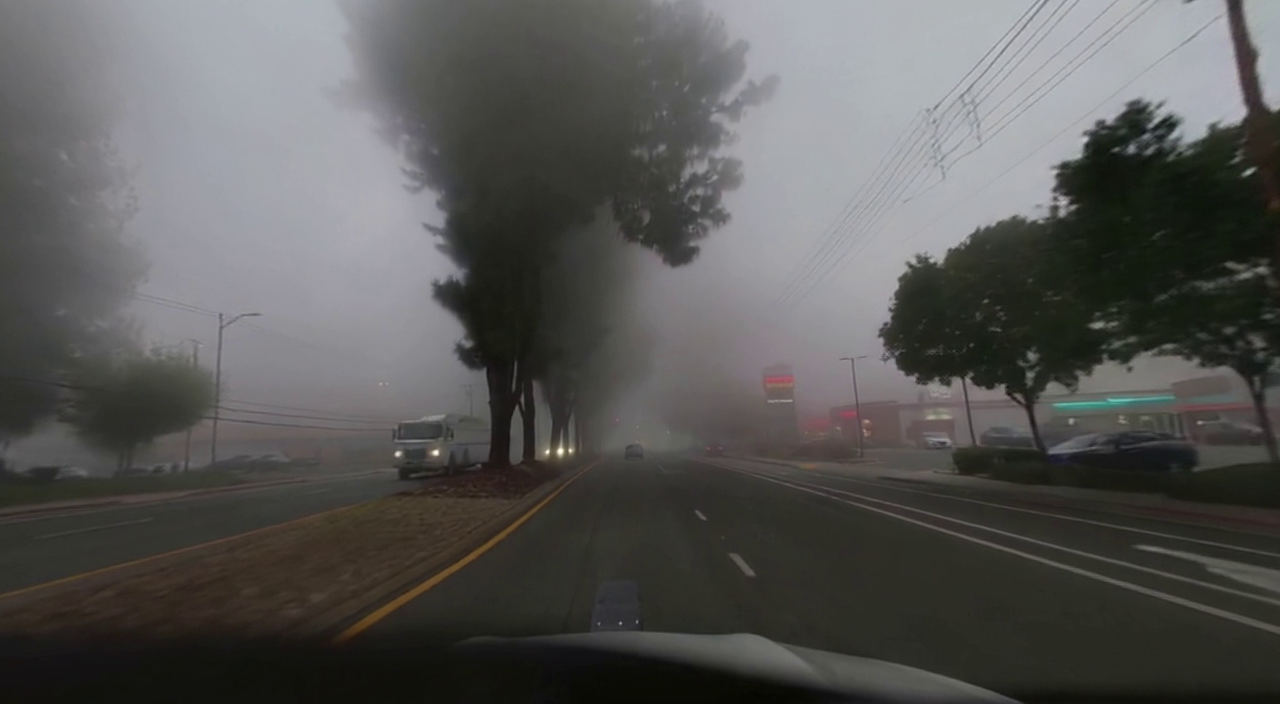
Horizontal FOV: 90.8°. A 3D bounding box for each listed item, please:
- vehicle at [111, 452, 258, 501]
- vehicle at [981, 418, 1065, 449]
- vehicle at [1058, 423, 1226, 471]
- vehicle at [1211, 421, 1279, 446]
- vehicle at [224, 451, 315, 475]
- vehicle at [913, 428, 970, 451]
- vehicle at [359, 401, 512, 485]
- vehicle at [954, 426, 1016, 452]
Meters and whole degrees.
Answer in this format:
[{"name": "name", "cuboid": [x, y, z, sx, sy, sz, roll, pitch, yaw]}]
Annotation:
[{"name": "vehicle", "cuboid": [-17.340, 4.718, 24.423, 2.091, 1.656, 4.626, -1, -9, 3]}, {"name": "vehicle", "cuboid": [28.431, 6.158, 47.198, 2.346, 2.093, 6.071, -1, -8, -1]}, {"name": "vehicle", "cuboid": [17.843, 3.411, 22.633, 4.264, 1.428, 1.822, -4, -10, 5]}, {"name": "vehicle", "cuboid": [41.405, 5.474, 42.210, 2.066, 1.575, 4.483, 0, -9, -3]}, {"name": "vehicle", "cuboid": [-29.048, 8.733, 49.618, 5.699, 1.782, 2.271, -1, -9, 2]}, {"name": "vehicle", "cuboid": [22.958, 6.756, 48.367, 2.113, 1.582, 4.559, -1, -9, 0]}, {"name": "vehicle", "cuboid": [-9.066, 4.412, 30.486, 3.241, 3.133, 12.822, 0, -9, -1]}, {"name": "vehicle", "cuboid": [25.413, 6.443, 46.699, 2.012, 1.772, 4.458, -1, -9, 0]}]
